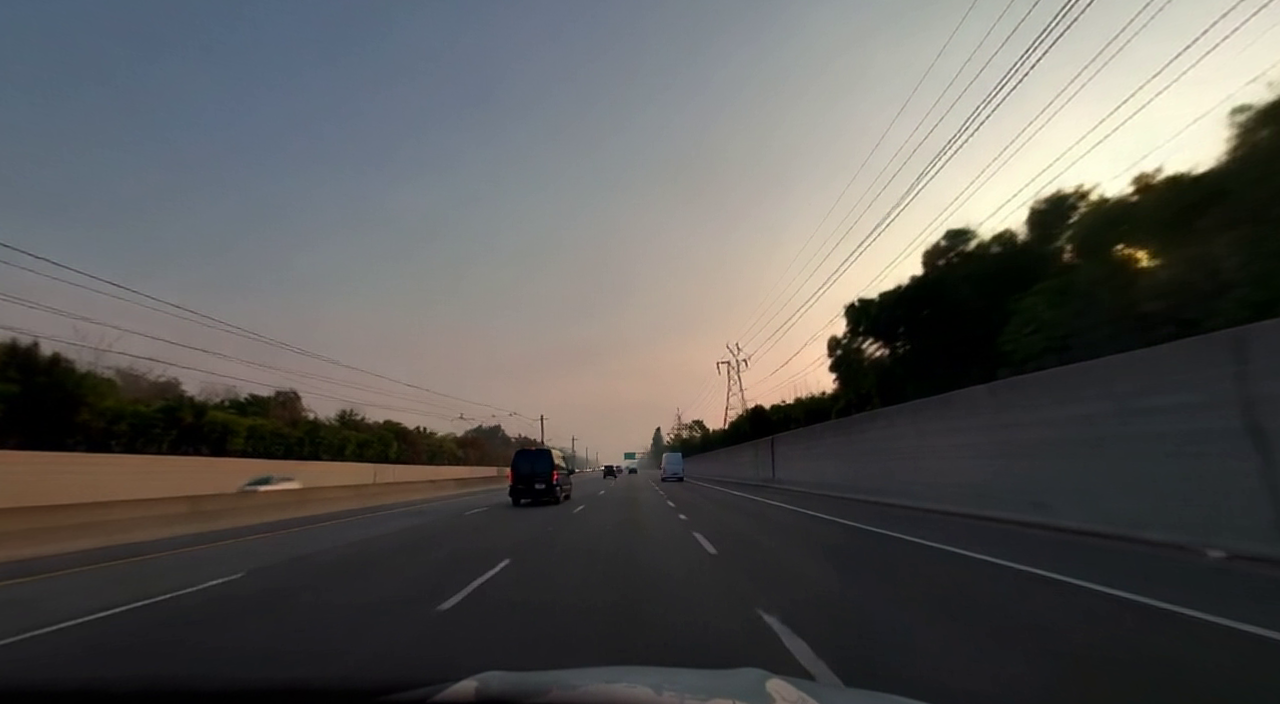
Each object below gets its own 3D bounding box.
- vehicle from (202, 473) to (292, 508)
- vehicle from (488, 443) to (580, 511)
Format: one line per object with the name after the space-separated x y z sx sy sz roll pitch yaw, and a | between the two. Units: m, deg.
-21.054 7.431 34.042 1.913 1.678 4.537 1 -11 0 | vehicle
-3.404 4.199 21.348 2.324 2.008 4.654 1 -11 0 | vehicle
